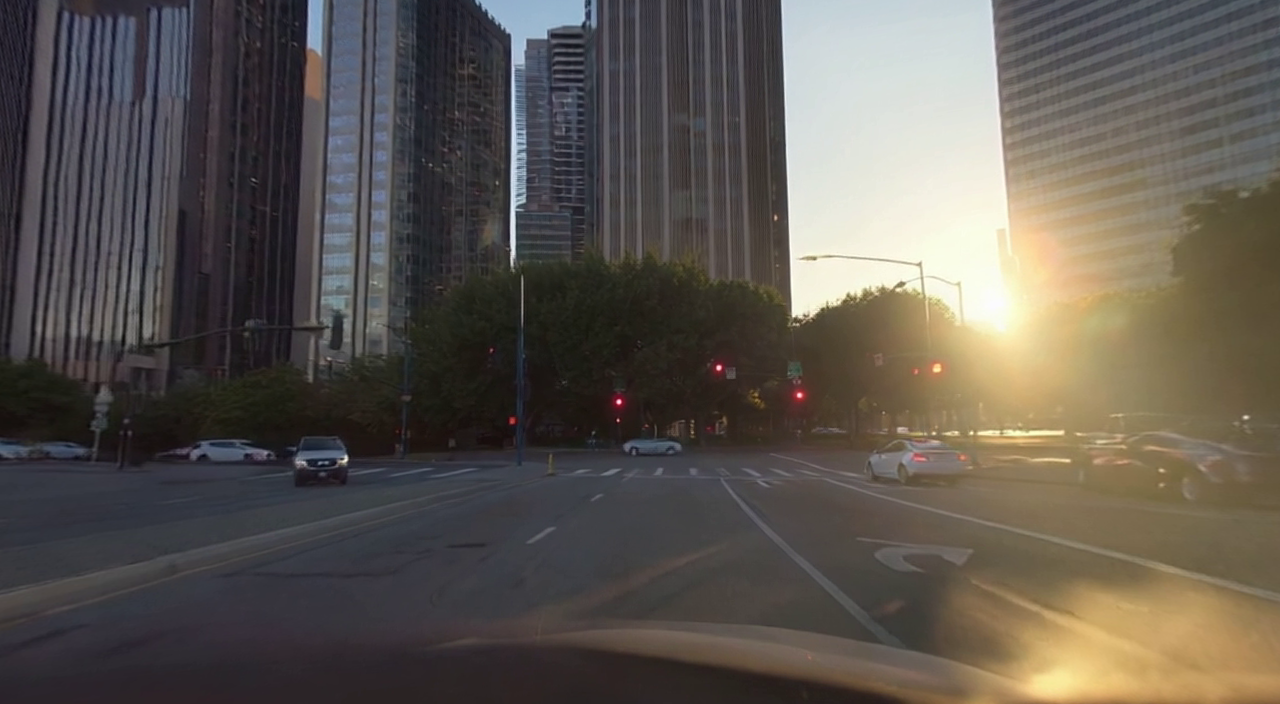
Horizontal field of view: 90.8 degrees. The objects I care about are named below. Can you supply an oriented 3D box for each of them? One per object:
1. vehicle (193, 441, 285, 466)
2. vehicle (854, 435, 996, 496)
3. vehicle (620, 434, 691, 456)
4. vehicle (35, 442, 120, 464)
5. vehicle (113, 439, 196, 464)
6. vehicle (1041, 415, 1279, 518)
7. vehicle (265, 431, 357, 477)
[{"bbox_3d":[-25.024,6.323,39.530,4.503,1.475,1.789,0,-8,-1],"label":"vehicle"},{"bbox_3d":[8.011,3.223,18.359,1.936,1.489,4.885,0,-8,1],"label":"vehicle"},{"bbox_3d":[1.050,6.395,43.264,4.762,1.420,1.814,0,-8,0],"label":"vehicle"},{"bbox_3d":[-40.408,7.253,45.429,4.379,1.444,1.781,0,-8,0],"label":"vehicle"},{"bbox_3d":[-34.873,7.128,45.471,4.326,1.700,1.946,0,-8,-1],"label":"vehicle"},{"bbox_3d":[11.366,2.403,13.767,2.027,1.810,4.854,0,-8,0],"label":"vehicle"},{"bbox_3d":[-15.352,4.718,29.408,4.779,1.910,2.125,-8,-11,41],"label":"vehicle"}]
